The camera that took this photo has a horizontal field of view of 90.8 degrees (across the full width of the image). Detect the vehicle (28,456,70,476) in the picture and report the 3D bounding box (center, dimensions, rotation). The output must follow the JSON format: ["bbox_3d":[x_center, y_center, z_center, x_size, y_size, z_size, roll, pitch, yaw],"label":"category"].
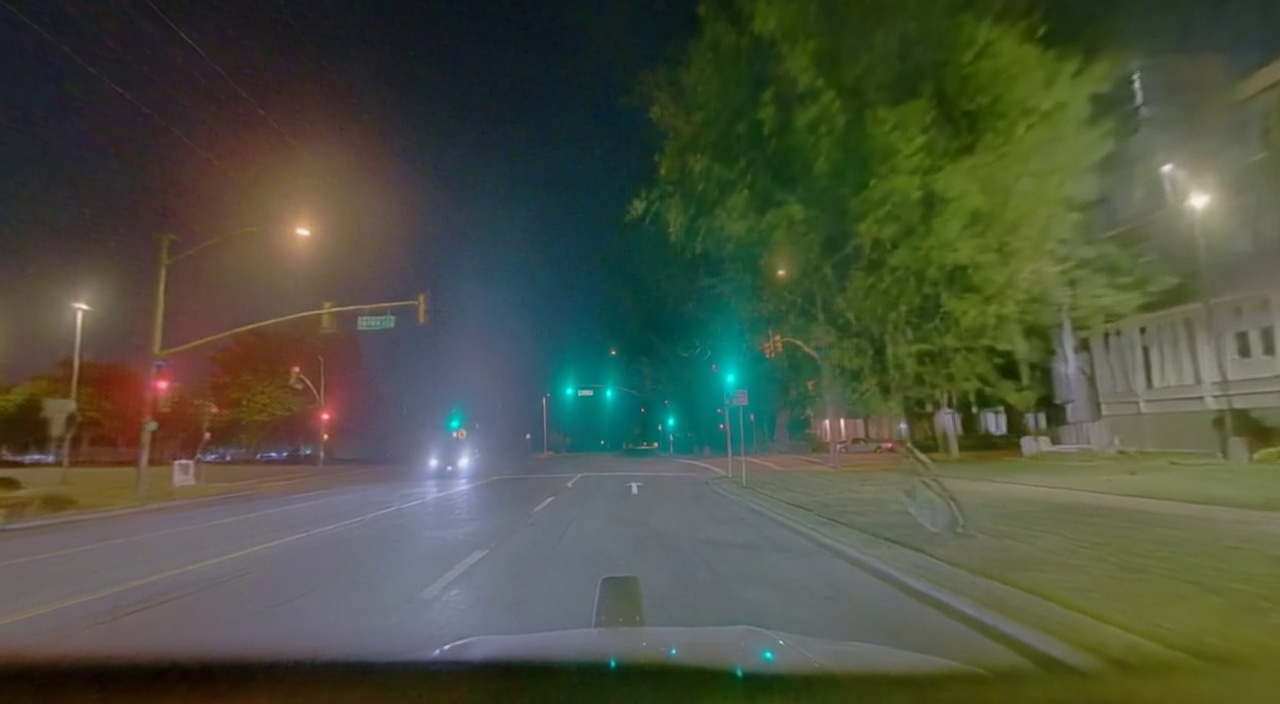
[{"bbox_3d":[-46.393,8.926,49.645,2.023,1.437,4.102,8,-11,-39],"label":"vehicle"}]

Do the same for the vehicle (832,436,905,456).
[{"bbox_3d":[16.605,6.875,46.189,4.720,1.410,1.784,-1,-9,9],"label":"vehicle"}]

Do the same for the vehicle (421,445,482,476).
[{"bbox_3d":[-10.324,5.939,34.875,2.035,1.461,4.465,-4,-8,-1],"label":"vehicle"}]
